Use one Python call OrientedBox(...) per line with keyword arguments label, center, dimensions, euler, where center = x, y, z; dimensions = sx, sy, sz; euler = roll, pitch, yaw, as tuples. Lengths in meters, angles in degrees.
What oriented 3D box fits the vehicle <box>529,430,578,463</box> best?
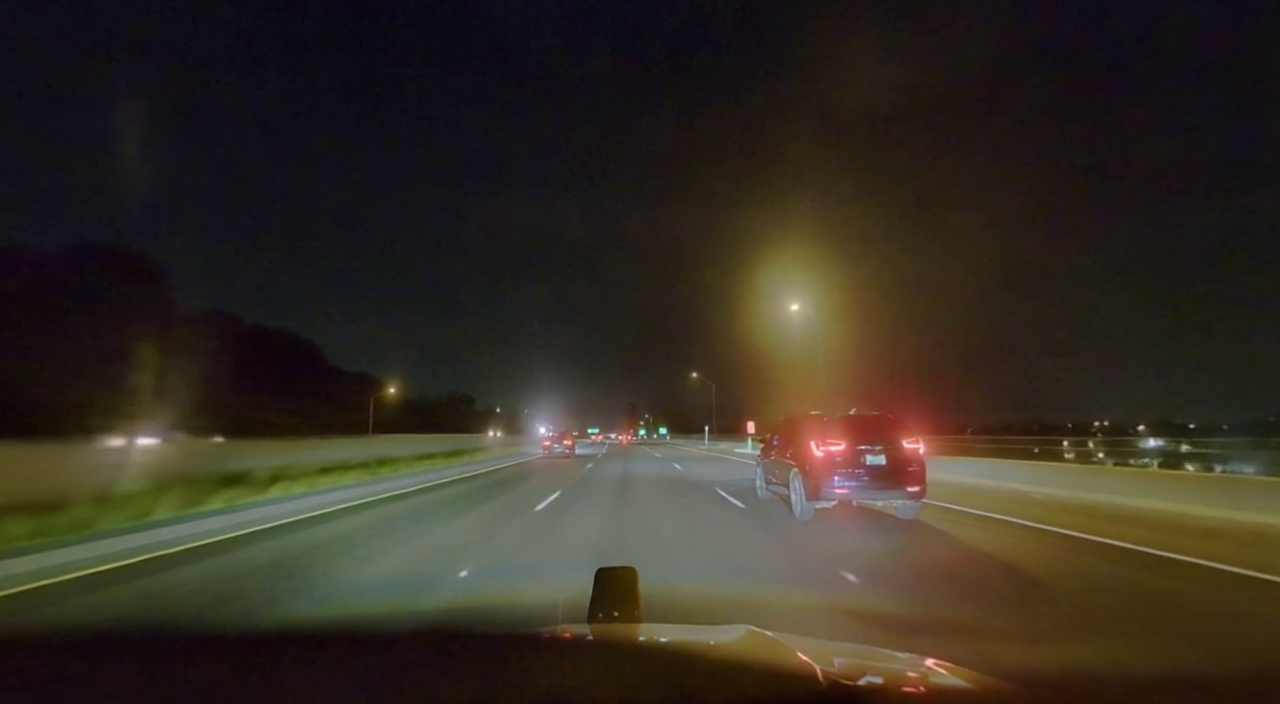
OrientedBox(label="vehicle", center=(-4.439, 4.924, 32.937), dimensions=(2.062, 1.591, 4.156), euler=(0, -8, -1))
